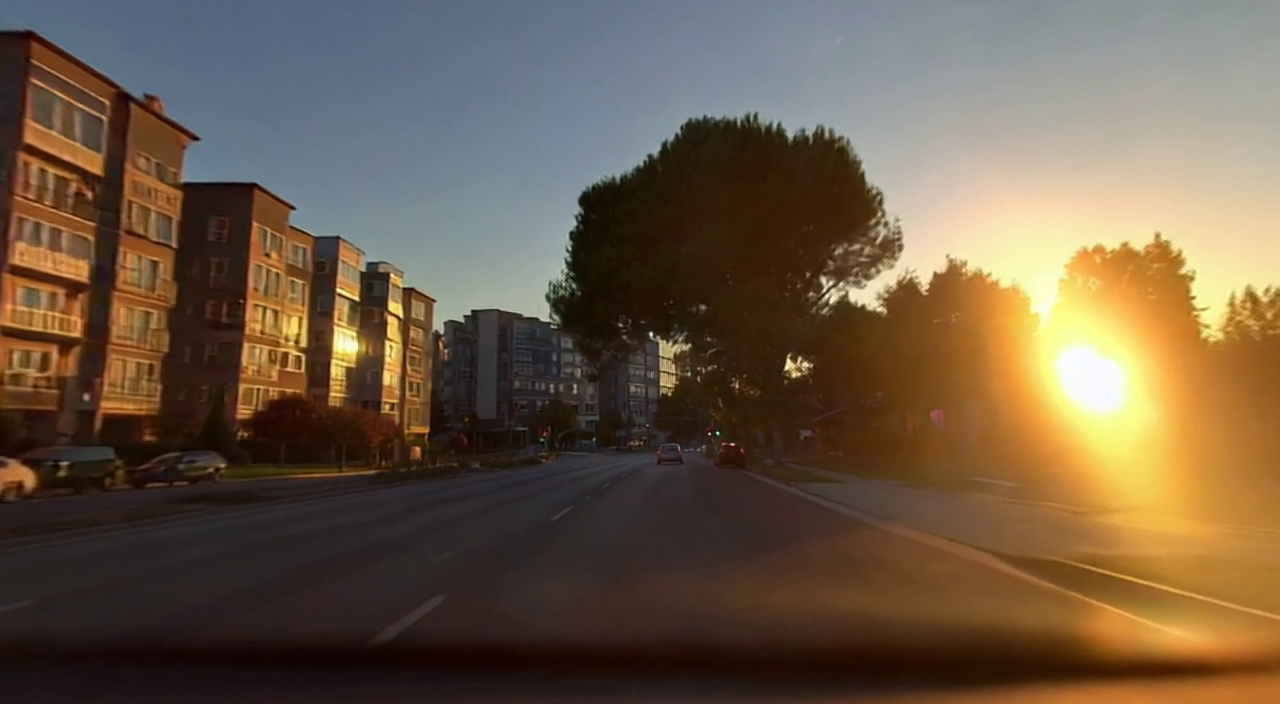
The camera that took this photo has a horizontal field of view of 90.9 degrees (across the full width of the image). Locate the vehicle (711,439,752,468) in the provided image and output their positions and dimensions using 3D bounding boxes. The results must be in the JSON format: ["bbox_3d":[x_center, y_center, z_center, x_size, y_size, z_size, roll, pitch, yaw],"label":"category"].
[{"bbox_3d":[5.642,6.320,39.493,2.121,1.659,4.675,-1,-9,3],"label":"vehicle"}]

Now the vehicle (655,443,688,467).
[{"bbox_3d":[1.917,6.193,38.088,1.871,1.370,4.206,-1,-8,3],"label":"vehicle"}]

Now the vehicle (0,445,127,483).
[{"bbox_3d":[-24.834,4.720,26.887,1.814,1.484,4.474,-1,-9,6],"label":"vehicle"}]

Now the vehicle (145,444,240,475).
[{"bbox_3d":[-24.200,5.823,34.303,1.841,1.493,4.335,-2,-9,3],"label":"vehicle"}]
